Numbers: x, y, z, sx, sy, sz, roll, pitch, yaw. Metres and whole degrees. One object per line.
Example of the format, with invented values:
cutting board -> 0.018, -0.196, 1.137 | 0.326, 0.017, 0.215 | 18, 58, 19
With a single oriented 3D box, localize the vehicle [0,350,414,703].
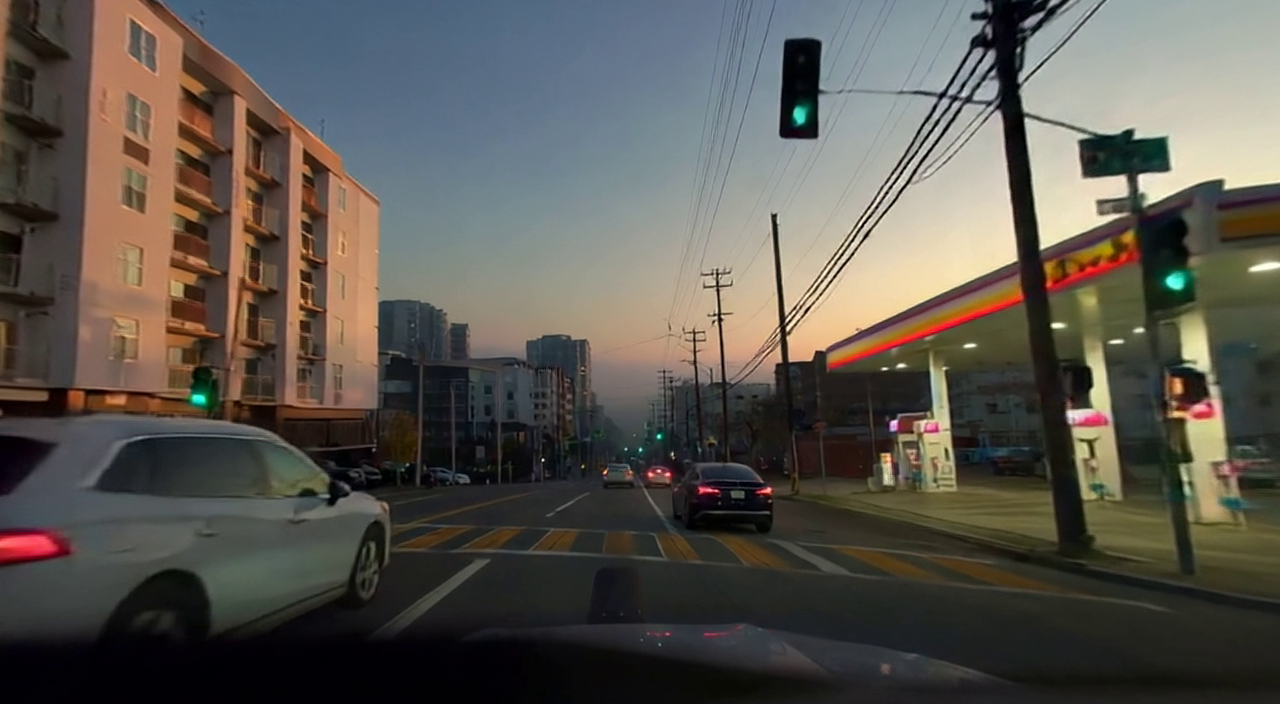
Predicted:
vehicle -> -3.309, 1.118, 3.888 | 2.221, 1.706, 4.451 | 0, -8, -1

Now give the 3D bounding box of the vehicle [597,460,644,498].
vehicle -> -0.856, 5.756, 28.856 | 1.999, 1.487, 3.939 | 0, -8, -1

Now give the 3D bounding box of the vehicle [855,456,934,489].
vehicle -> 13.020, 6.182, 32.650 | 1.846, 1.480, 4.649 | 0, -9, -4

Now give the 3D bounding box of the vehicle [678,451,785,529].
vehicle -> 2.168, 3.411, 16.216 | 1.945, 1.647, 4.160 | 0, -8, -3

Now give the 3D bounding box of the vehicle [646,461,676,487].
vehicle -> 1.485, 8.901, 46.376 | 1.953, 1.687, 4.094 | 0, -8, -2

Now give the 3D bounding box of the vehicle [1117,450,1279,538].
vehicle -> 12.322, 2.834, 13.095 | 4.048, 1.539, 1.820 | 3, -9, -19
